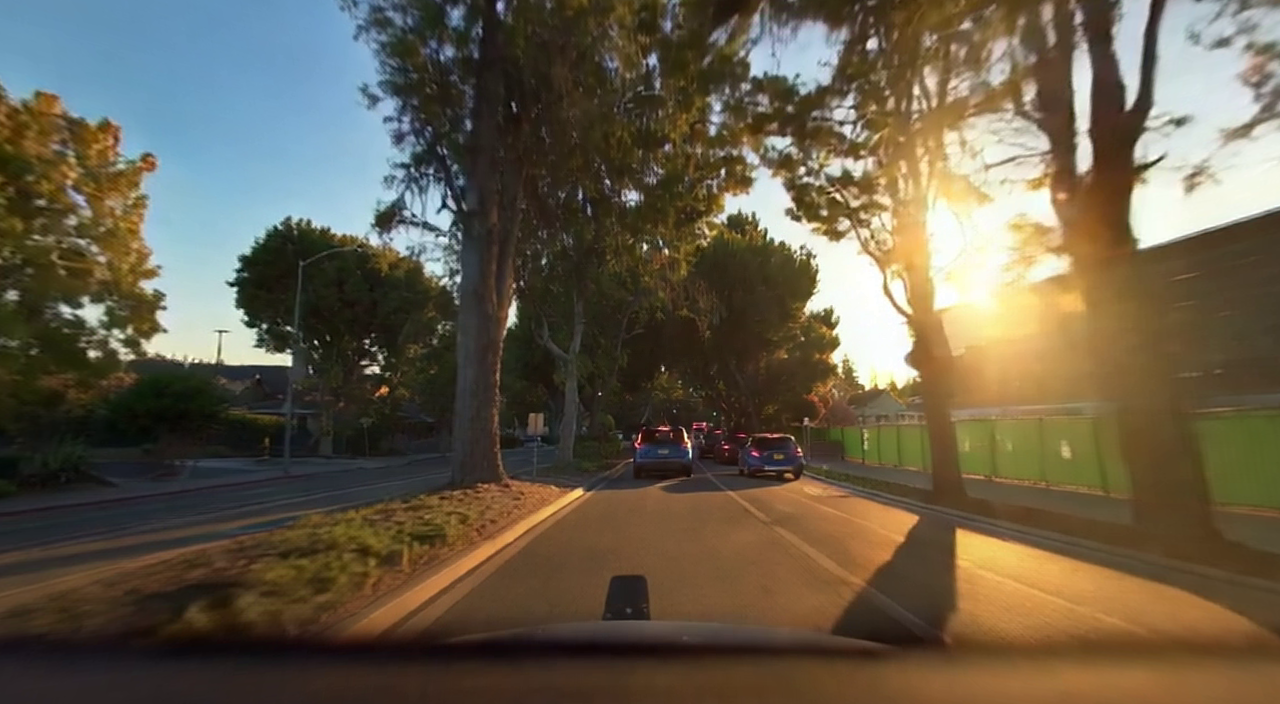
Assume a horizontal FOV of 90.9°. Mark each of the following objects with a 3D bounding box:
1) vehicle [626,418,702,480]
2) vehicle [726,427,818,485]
[{"bbox_3d":[0.857,3.395,22.279,2.386,1.947,4.168,-1,-8,3],"label":"vehicle"},{"bbox_3d":[4.306,3.482,21.427,2.138,1.699,4.852,-1,-8,1],"label":"vehicle"}]
